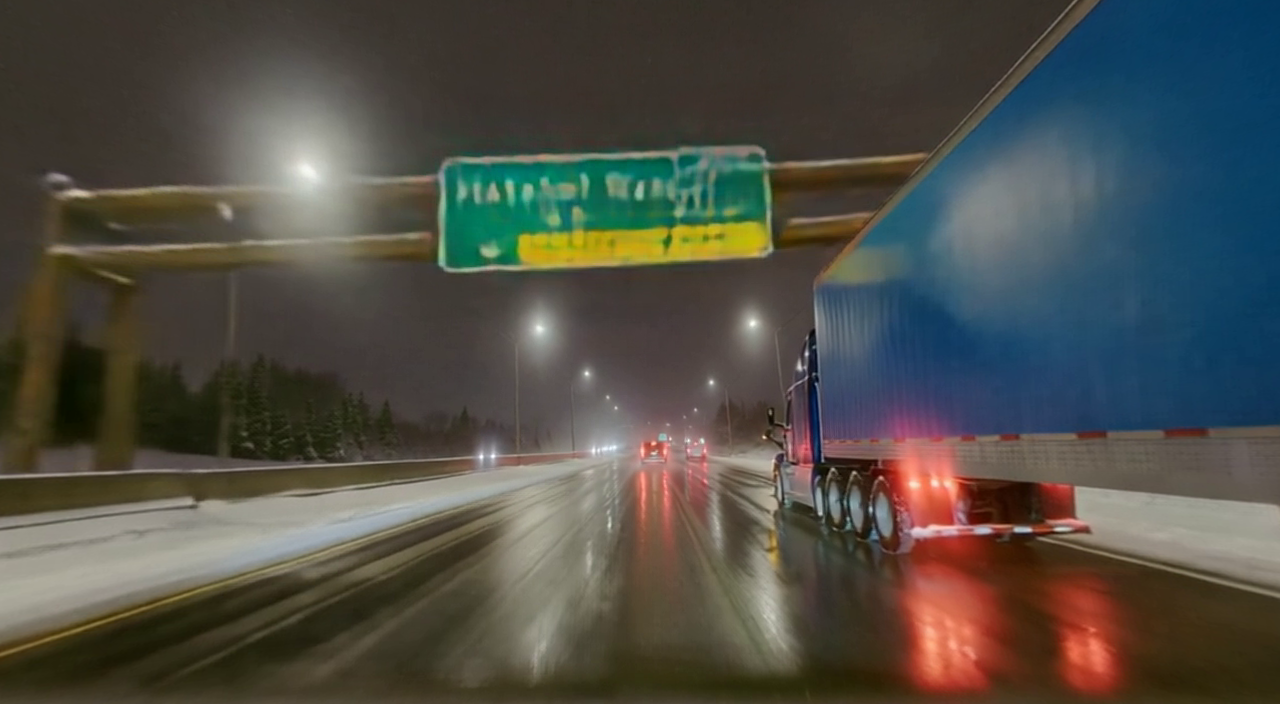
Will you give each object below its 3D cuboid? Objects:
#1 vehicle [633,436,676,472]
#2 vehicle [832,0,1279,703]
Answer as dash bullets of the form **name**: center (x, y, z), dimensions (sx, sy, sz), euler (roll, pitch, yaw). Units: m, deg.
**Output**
- **vehicle**: center (0.778, 5.605, 34.770), dimensions (2.205, 1.860, 4.301), euler (0, -8, 0)
- **vehicle**: center (4.184, -0.580, 0.903), dimensions (3.019, 4.145, 16.453), euler (0, -8, 1)
